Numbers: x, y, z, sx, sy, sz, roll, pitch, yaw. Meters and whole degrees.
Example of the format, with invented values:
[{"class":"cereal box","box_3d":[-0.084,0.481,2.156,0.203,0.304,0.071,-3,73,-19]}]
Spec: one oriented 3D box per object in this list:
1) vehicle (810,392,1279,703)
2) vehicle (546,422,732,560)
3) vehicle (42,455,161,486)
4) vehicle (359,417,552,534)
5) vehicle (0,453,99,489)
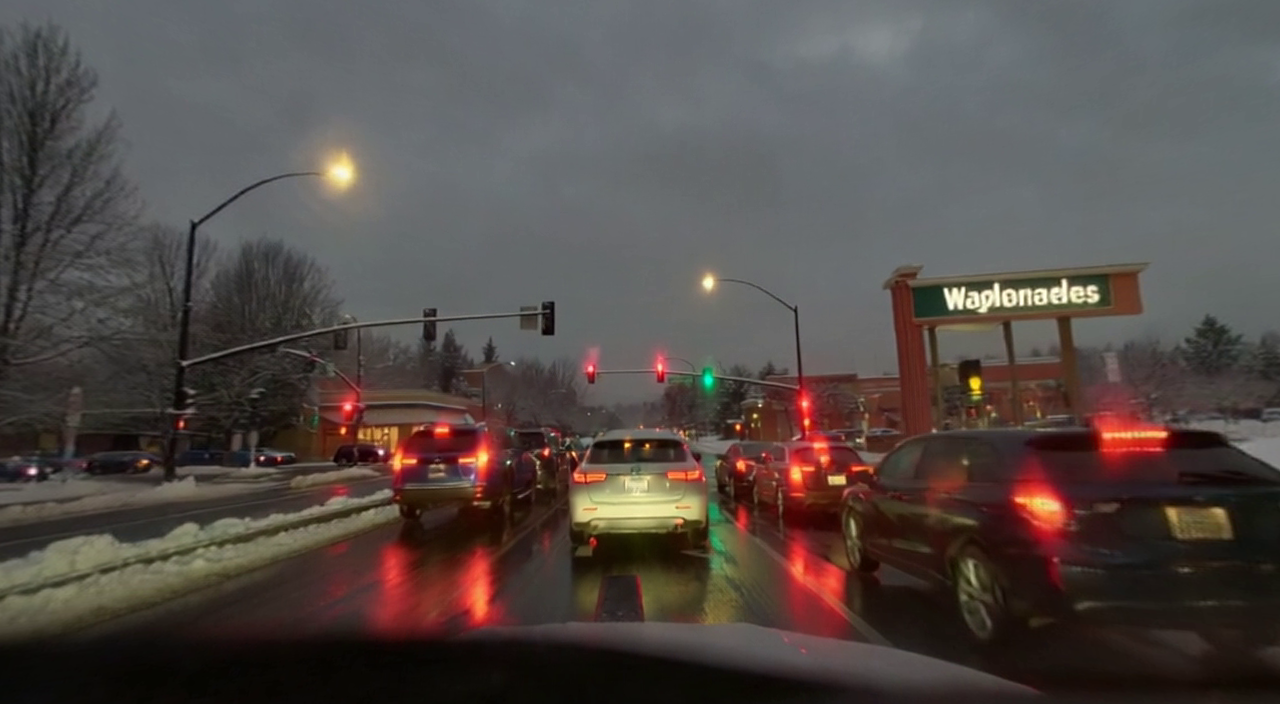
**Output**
[{"class":"vehicle","box_3d":[2.944,1.261,5.086,1.922,1.508,4.330,0,-9,0]},{"class":"vehicle","box_3d":[-0.018,1.840,9.005,2.071,1.525,3.723,0,-9,0]},{"class":"vehicle","box_3d":[-27.246,5.972,32.152,4.107,1.427,1.883,3,-9,-23]},{"class":"vehicle","box_3d":[-3.045,2.166,11.634,2.180,1.708,4.397,0,-9,1]},{"class":"vehicle","box_3d":[-28.035,5.430,28.910,4.469,1.498,1.908,4,-9,-25]}]
